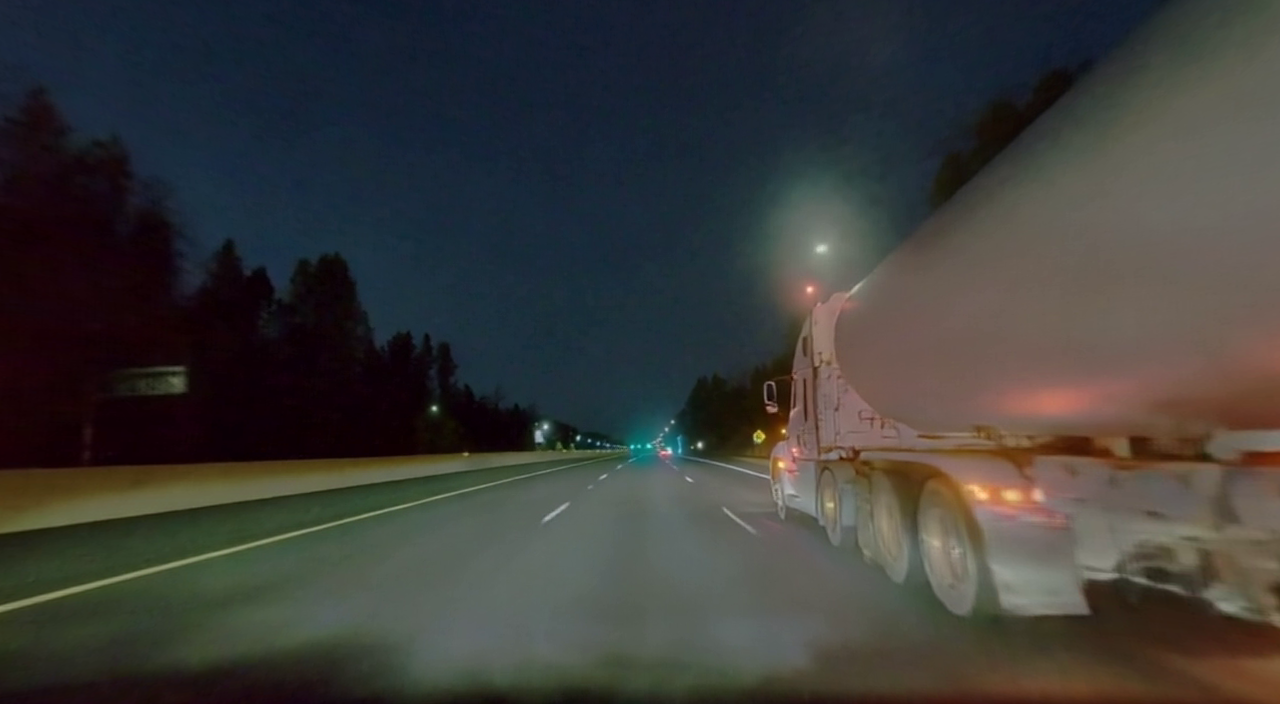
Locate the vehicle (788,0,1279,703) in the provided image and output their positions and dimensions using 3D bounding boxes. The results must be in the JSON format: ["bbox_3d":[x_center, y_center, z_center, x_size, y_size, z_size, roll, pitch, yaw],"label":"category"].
[{"bbox_3d":[3.945,0.363,6.037,3.034,3.651,8.256,0,-8,0],"label":"vehicle"}]
